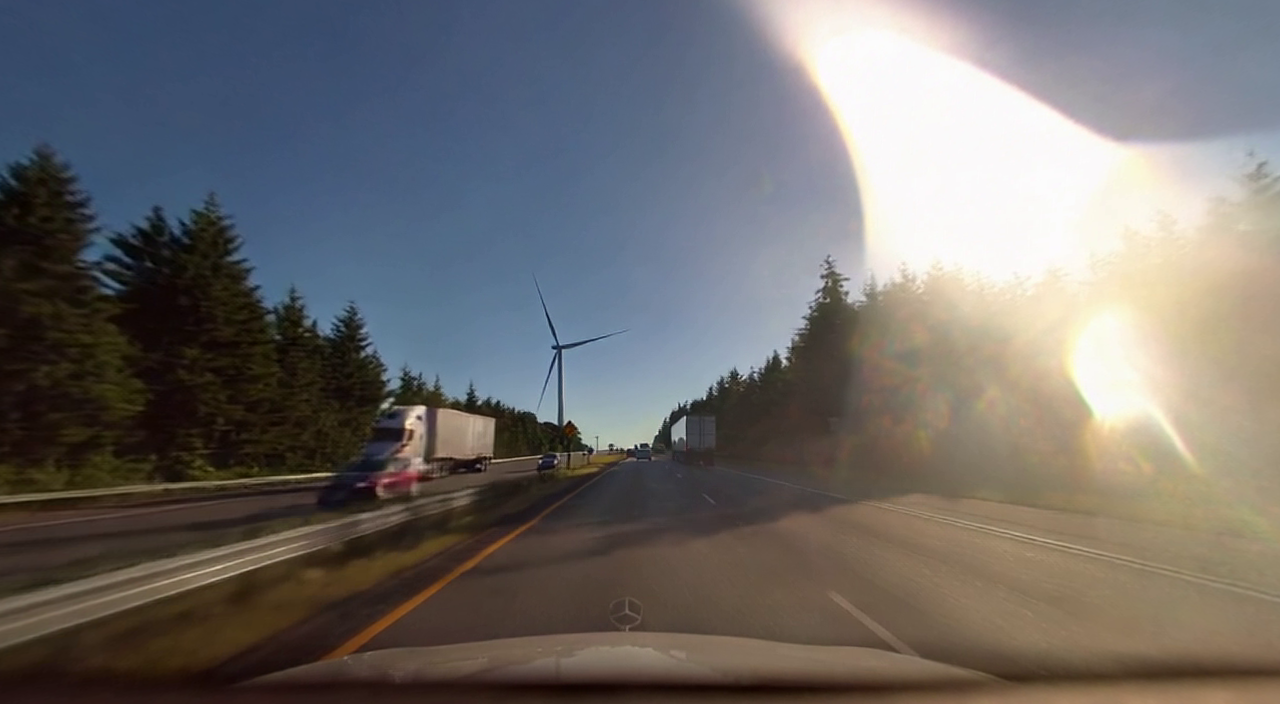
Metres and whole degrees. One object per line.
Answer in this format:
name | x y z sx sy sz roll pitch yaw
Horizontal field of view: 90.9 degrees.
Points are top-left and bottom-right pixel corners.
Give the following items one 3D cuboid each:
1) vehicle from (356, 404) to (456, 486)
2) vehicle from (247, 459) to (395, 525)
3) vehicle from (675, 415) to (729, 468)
vehicle | -12.405 5.064 34.085 2.954 4.010 5.914 -1 -9 1
vehicle | -8.044 3.523 16.354 1.843 1.456 3.733 0 -9 0
vehicle | 4.427 6.802 47.336 2.903 3.602 9.351 0 -9 -1
